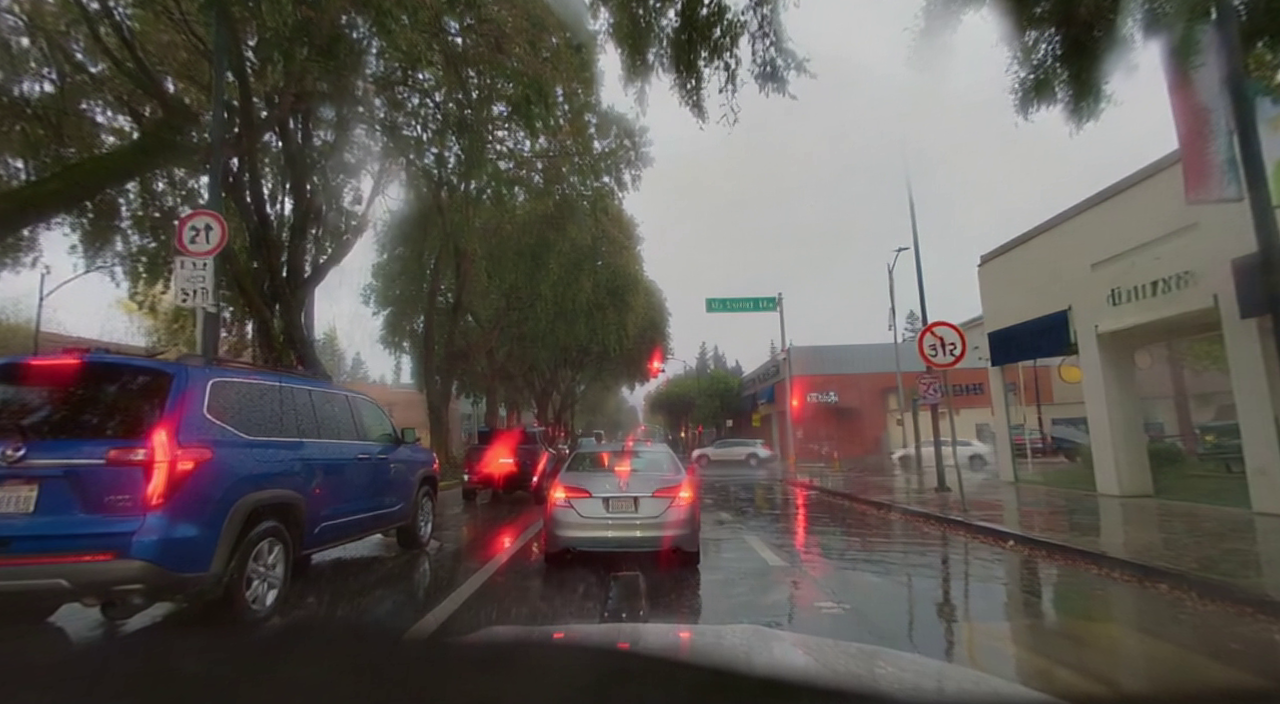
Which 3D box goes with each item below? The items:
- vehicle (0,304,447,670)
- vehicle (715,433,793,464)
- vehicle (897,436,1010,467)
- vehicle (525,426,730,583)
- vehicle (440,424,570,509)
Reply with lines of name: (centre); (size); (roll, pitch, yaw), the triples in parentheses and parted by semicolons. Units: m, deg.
vehicle: (-3.809, 1.129, 6.220); (2.152, 2.118, 5.066); (0, -8, 0)
vehicle: (6.859, 5.807, 37.769); (4.116, 1.719, 2.069); (-5, -10, 28)
vehicle: (16.031, 5.123, 32.341); (4.809, 1.476, 1.845); (-2, -9, 10)
vehicle: (-0.154, 1.776, 8.171); (1.966, 1.481, 4.146); (0, -8, -1)
vehicle: (-2.917, 2.595, 14.599); (2.047, 1.664, 4.148); (0, -8, 1)
